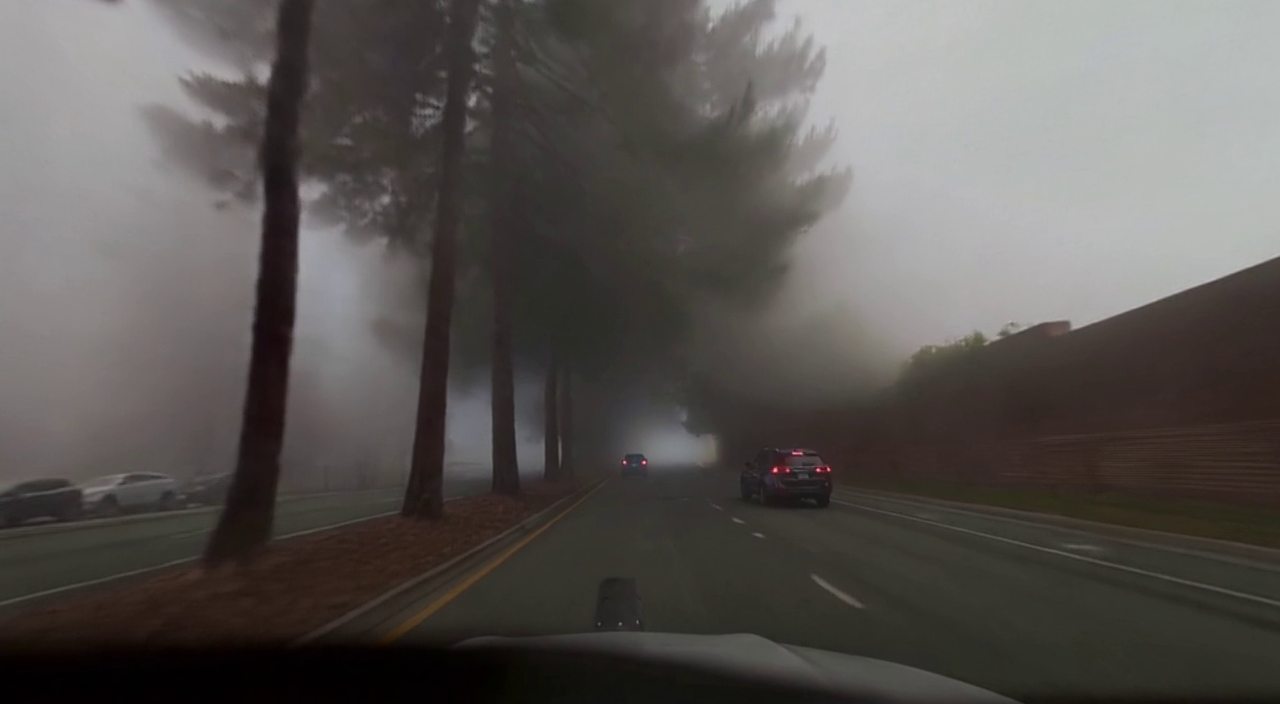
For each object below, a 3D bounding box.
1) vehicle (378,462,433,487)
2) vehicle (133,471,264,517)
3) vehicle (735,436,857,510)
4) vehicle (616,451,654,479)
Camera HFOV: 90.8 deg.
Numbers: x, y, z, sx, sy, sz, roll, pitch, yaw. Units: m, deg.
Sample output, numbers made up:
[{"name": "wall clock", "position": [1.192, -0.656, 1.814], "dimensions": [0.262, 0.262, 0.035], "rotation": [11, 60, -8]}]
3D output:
[{"name": "vehicle", "position": [-17.319, 9.038, 46.857], "dimensions": [2.184, 1.697, 4.826], "rotation": [-1, -10, 0]}, {"name": "vehicle", "position": [-17.256, 5.543, 25.031], "dimensions": [2.012, 1.597, 4.366], "rotation": [-1, -10, 0]}, {"name": "vehicle", "position": [4.101, 3.299, 17.505], "dimensions": [2.155, 1.752, 4.456], "rotation": [0, -10, -1]}, {"name": "vehicle", "position": [-0.345, 7.560, 42.250], "dimensions": [2.391, 1.739, 3.837], "rotation": [0, -10, 0]}]
